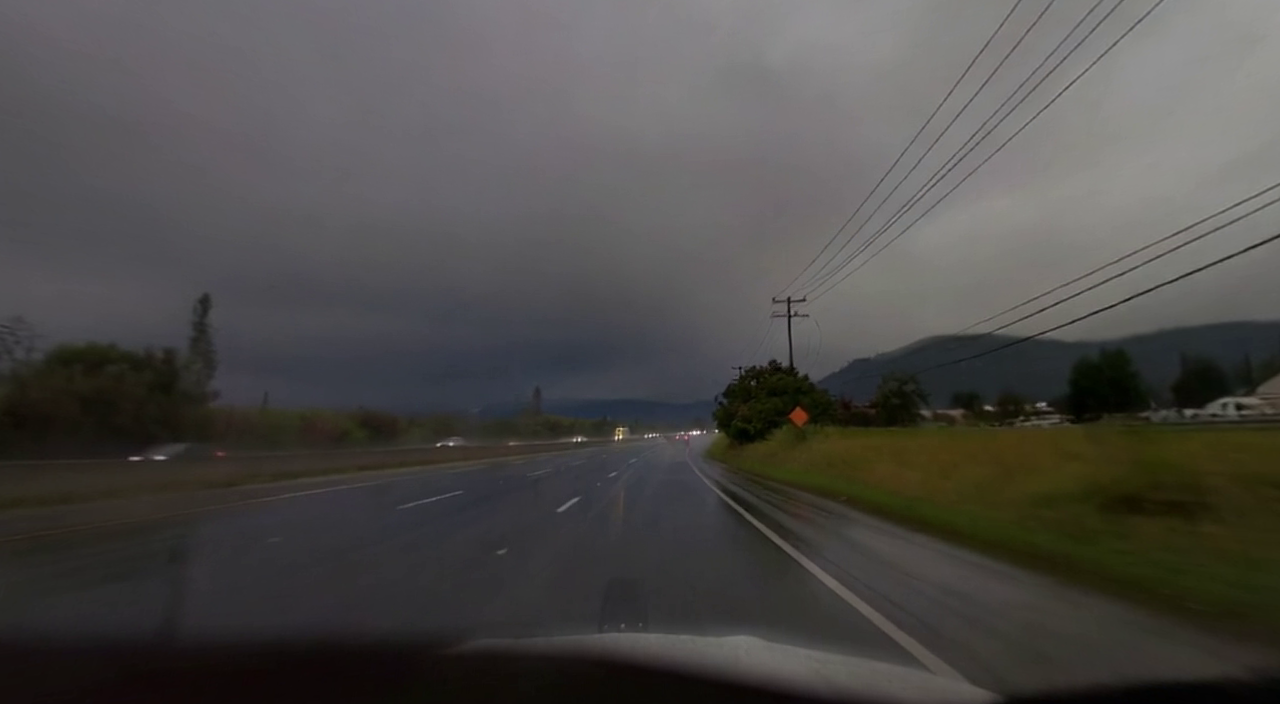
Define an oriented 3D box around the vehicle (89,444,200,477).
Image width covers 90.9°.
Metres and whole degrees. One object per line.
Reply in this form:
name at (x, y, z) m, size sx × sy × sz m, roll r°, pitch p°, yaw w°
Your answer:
vehicle at (-24.858, 5.425, 31.877) m, size 1.819 × 1.501 × 4.466 m, roll -1°, pitch -8°, yaw 3°
